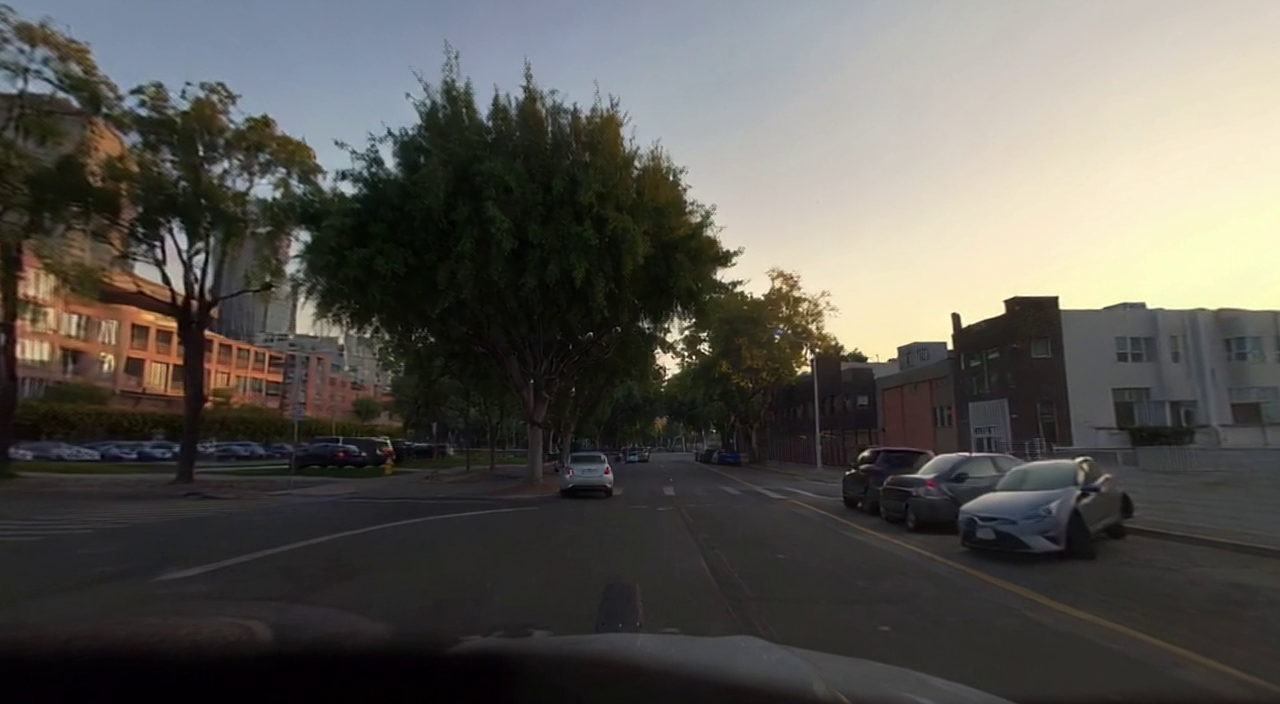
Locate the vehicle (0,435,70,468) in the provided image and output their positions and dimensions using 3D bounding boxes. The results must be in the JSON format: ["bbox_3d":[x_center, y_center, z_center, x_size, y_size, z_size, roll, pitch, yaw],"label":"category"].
[{"bbox_3d":[-31.971,5.068,32.247,3.915,1.574,1.850,0,-9,3],"label":"vehicle"}]

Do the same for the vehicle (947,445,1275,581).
[{"bbox_3d":[6.545,2.049,8.789,4.097,1.476,1.864,4,-9,-26],"label":"vehicle"}]

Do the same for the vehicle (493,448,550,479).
[{"bbox_3d":[-6.240,5.923,33.860,2.049,1.490,4.501,0,-9,2],"label":"vehicle"}]

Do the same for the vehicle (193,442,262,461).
[{"bbox_3d":[-32.323,7.799,49.529,4.101,1.412,1.784,0,-9,-2],"label":"vehicle"}]

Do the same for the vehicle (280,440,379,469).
[{"bbox_3d":[-18.553,6.158,37.958,4.892,1.679,1.927,1,-9,-7],"label":"vehicle"}]

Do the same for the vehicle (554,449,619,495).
[{"bbox_3d":[-1.876,4.223,22.705,2.065,1.450,4.522,1,-9,-4],"label":"vehicle"}]

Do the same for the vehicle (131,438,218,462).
[{"bbox_3d":[-32.131,6.775,43.674,4.410,1.611,1.880,0,-9,-2],"label":"vehicle"}]
